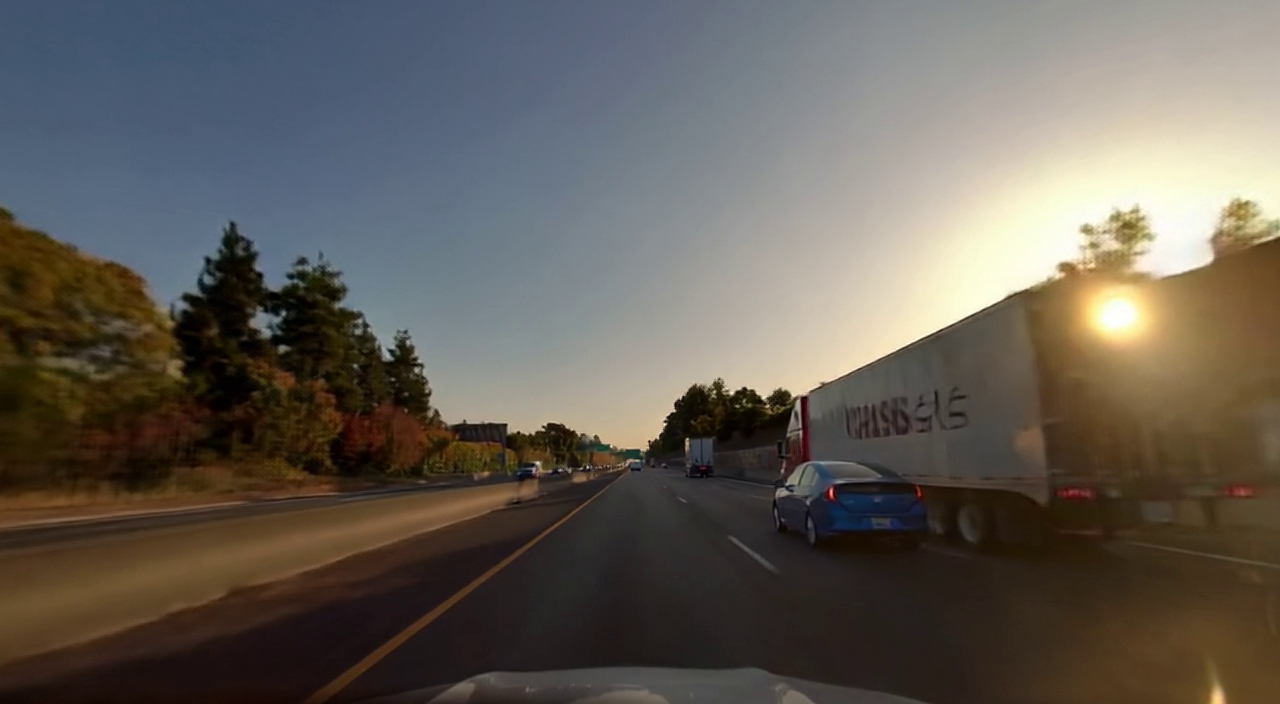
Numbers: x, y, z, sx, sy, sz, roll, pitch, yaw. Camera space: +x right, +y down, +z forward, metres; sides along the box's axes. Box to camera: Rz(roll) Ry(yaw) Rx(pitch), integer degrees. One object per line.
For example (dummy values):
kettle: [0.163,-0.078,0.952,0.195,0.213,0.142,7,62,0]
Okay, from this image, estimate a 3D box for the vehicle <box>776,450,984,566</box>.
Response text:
vehicle: [3.747,2.534,10.636,2.011,1.574,3.512,-1,-11,-1]

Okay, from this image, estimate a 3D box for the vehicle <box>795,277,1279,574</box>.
vehicle: [7.912,2.449,16.897,3.298,4.017,16.824,1,-10,0]
